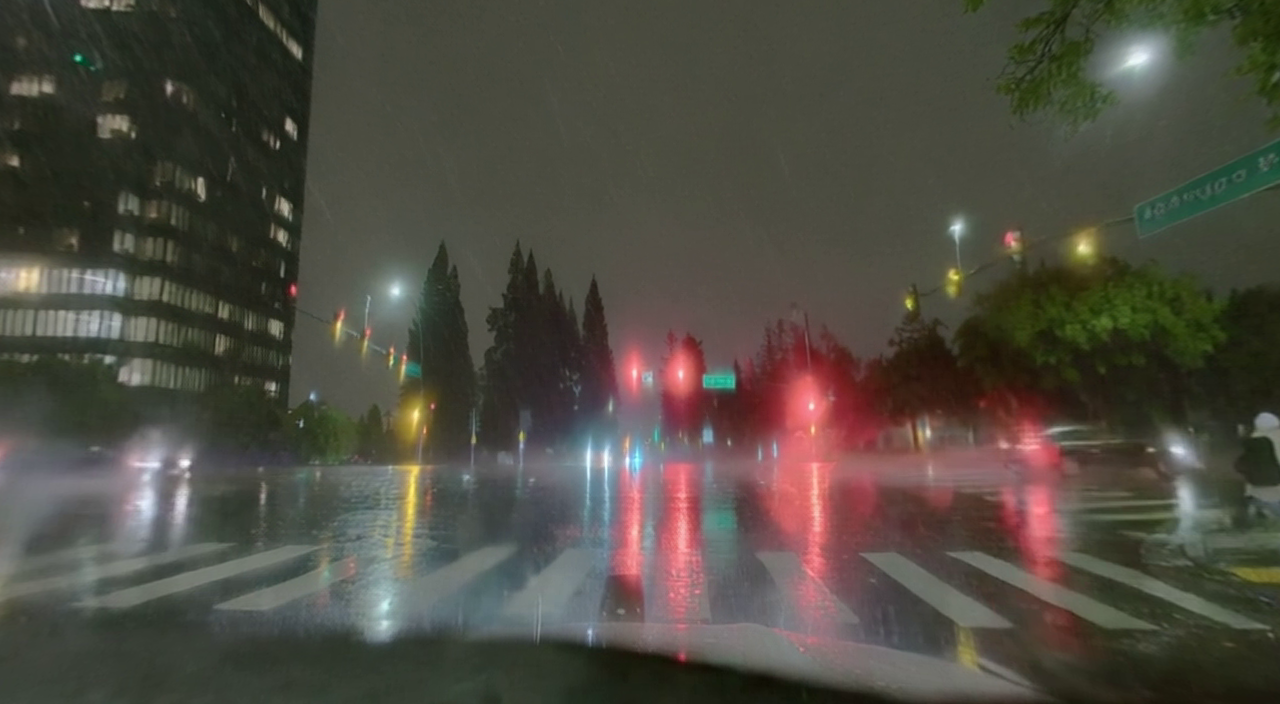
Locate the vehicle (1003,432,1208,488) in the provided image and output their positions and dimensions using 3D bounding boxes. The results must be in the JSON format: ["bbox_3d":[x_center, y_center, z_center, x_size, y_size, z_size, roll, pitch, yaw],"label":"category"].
[{"bbox_3d":[13.634,3.176,18.732,4.502,1.512,1.917,0,-9,0],"label":"vehicle"}]

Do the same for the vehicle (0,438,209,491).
[{"bbox_3d":[-16.045,3.358,19.029,4.698,1.466,1.883,0,-9,1],"label":"vehicle"}]
